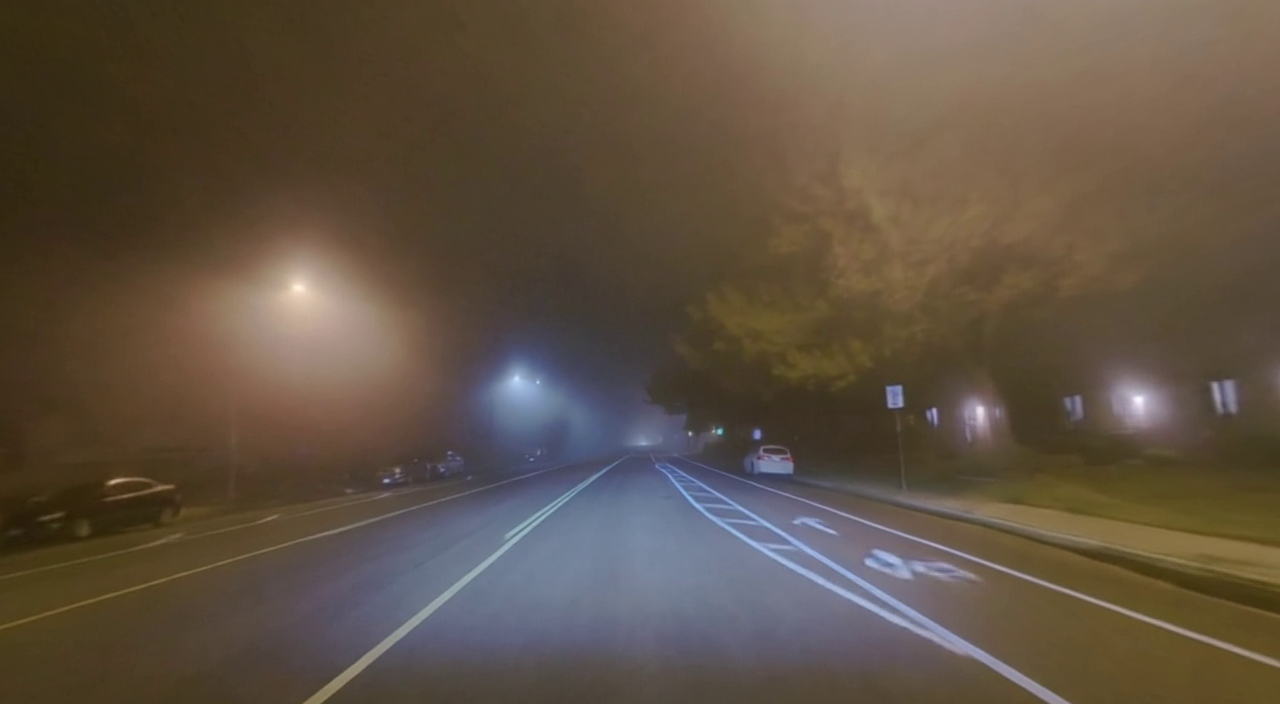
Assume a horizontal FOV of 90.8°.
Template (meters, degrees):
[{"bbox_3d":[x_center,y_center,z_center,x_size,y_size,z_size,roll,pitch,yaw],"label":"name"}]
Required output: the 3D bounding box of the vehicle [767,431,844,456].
[{"bbox_3d":[11.130,6.221,42.780,4.622,1.595,2.105,-1,-8,3],"label":"vehicle"}]

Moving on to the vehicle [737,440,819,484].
[{"bbox_3d":[4.992,4.044,23.541,1.923,1.454,4.460,0,-8,-2],"label":"vehicle"}]

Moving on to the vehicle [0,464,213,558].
[{"bbox_3d":[-12.162,3.475,14.273,1.872,1.472,4.719,-7,-8,-2],"label":"vehicle"}]

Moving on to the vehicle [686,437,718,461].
[{"bbox_3d":[4.695,7.395,48.331,1.919,1.698,4.747,0,-8,0],"label":"vehicle"}]

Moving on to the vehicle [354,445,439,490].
[{"bbox_3d":[-12.215,5.800,32.111,2.156,1.935,5.464,-4,-9,0],"label":"vehicle"}]

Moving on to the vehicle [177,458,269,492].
[{"bbox_3d":[-21.974,6.473,33.505,1.823,1.595,4.174,-1,-8,3],"label":"vehicle"}]
